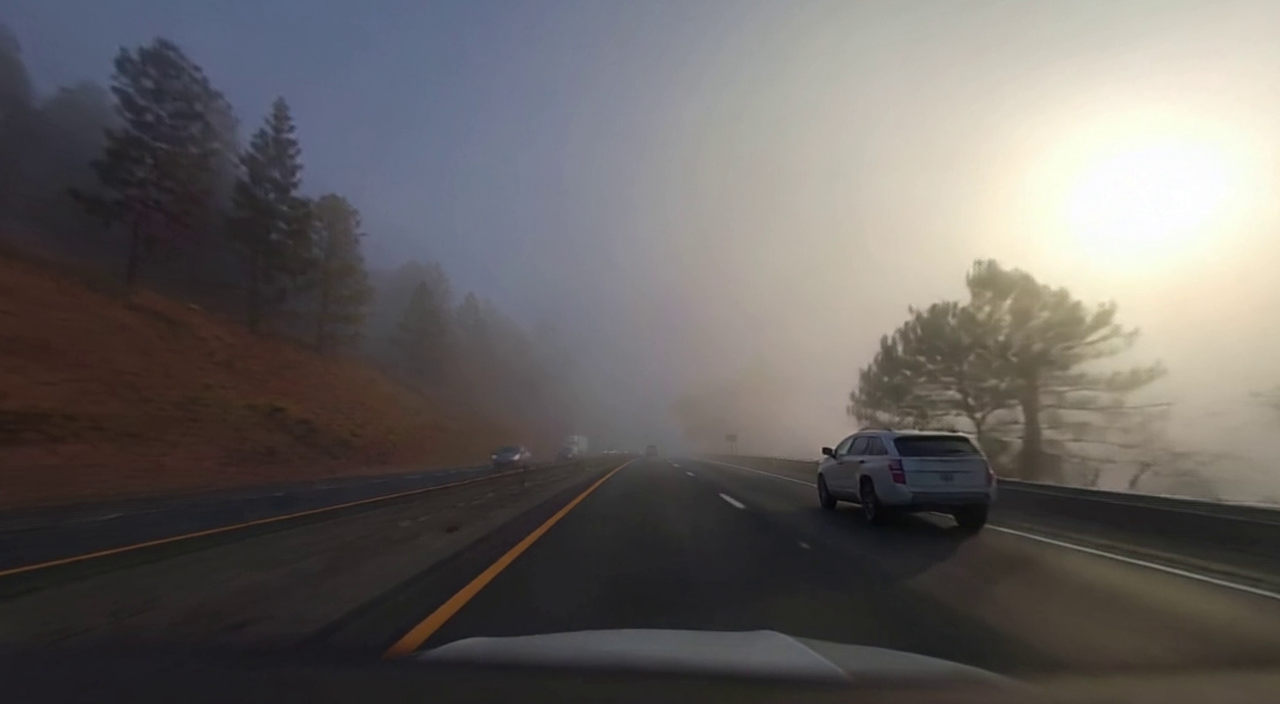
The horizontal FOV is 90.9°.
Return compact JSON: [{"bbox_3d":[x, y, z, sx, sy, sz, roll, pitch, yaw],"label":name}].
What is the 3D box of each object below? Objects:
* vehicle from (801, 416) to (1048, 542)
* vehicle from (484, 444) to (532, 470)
[{"bbox_3d":[4.533,2.106,11.146,2.098,1.703,4.862,0,-8,0],"label":"vehicle"},{"bbox_3d":[-8.725,6.982,42.040,2.062,1.597,4.608,0,-8,1],"label":"vehicle"}]
